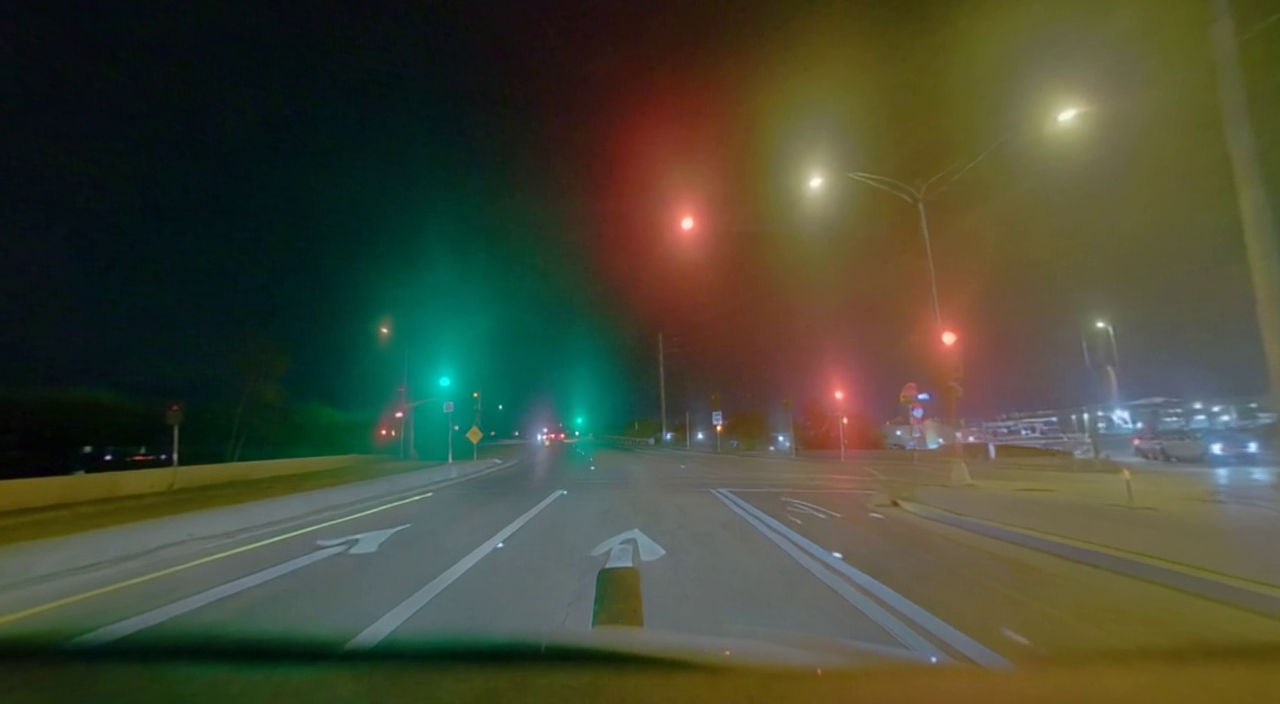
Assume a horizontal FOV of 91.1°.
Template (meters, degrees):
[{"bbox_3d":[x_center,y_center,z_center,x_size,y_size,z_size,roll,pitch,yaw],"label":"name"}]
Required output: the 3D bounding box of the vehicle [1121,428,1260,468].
[{"bbox_3d":[22.474,3.934,25.781,1.717,1.486,3.824,4,-10,-32],"label":"vehicle"}]
